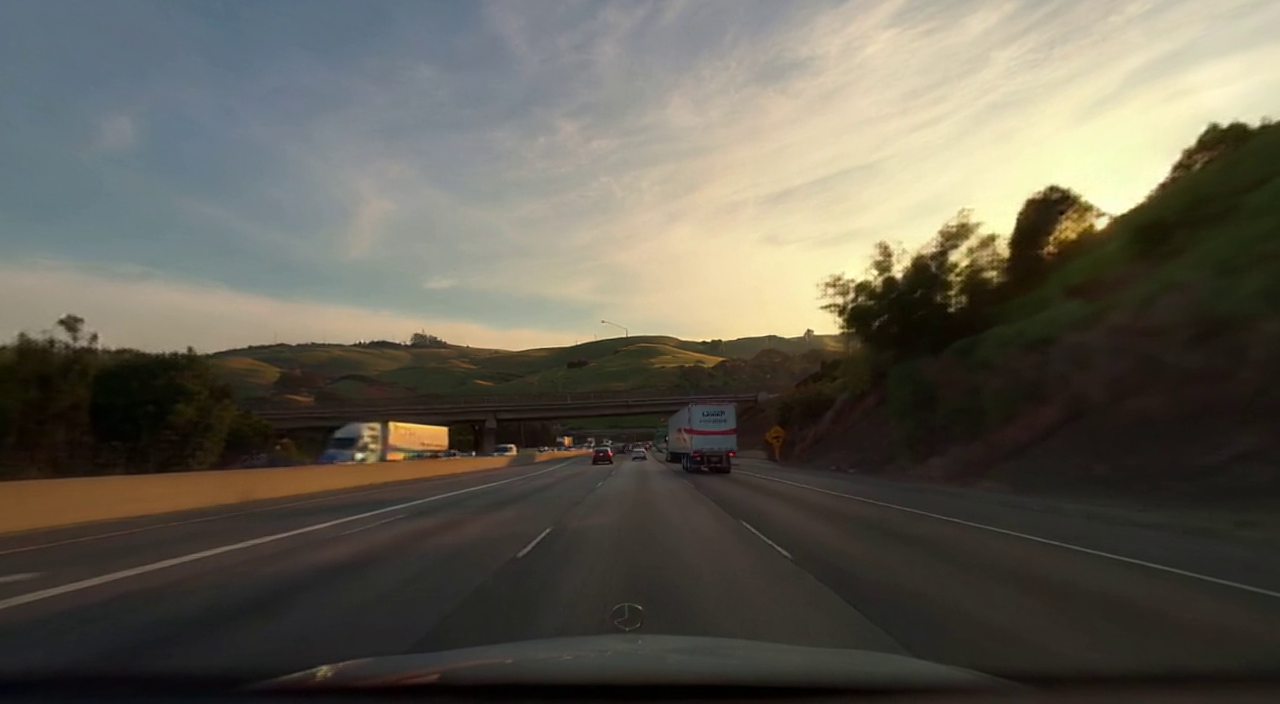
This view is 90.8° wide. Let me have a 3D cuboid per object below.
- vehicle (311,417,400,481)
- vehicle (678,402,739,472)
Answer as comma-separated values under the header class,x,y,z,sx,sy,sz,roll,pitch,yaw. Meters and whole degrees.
class,x,y,z,sx,sy,sz,roll,pitch,yaw
vehicle,-19.132,6.585,42.958,2.969,3.983,6.343,0,-9,0
vehicle,4.150,5.504,40.464,2.885,3.992,8.526,0,-9,0
